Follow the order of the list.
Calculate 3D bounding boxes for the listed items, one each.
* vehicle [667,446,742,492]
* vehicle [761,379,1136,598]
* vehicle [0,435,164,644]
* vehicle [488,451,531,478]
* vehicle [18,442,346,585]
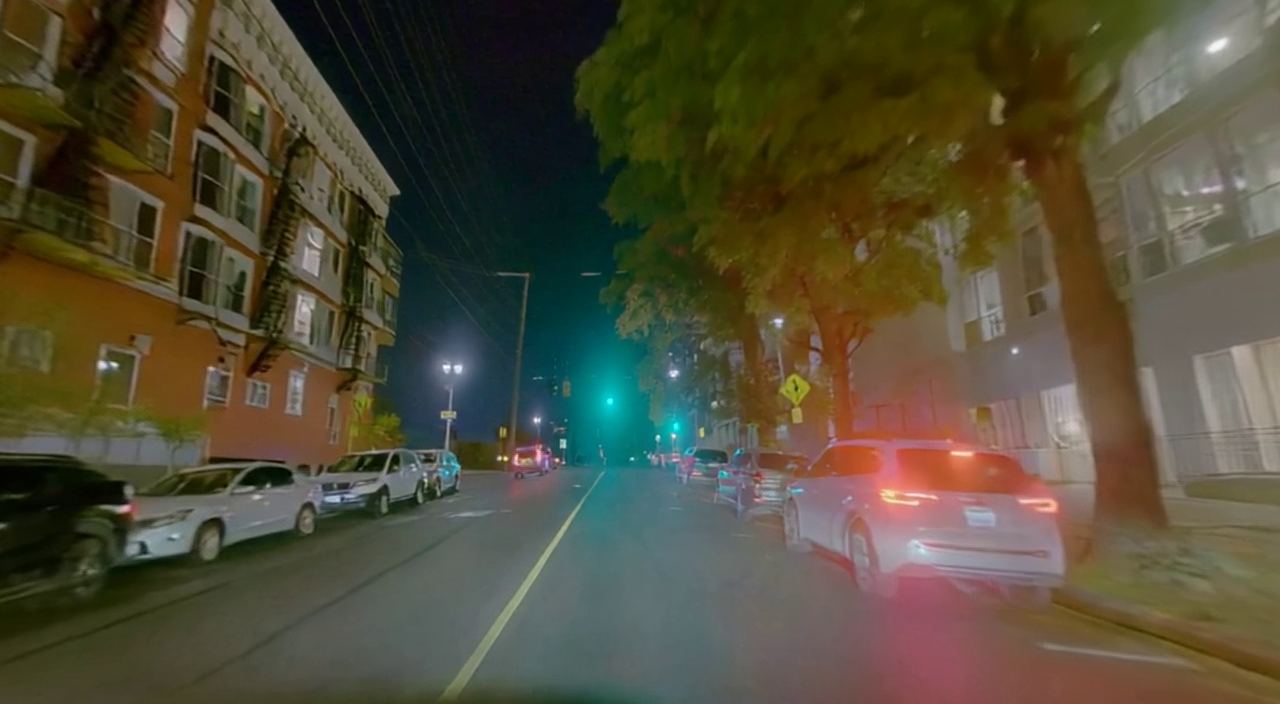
[{"bbox_3d":[2.238,4.240,23.368,2.010,1.499,4.754,0,-8,-3],"label":"vehicle"},{"bbox_3d":[3.084,1.673,7.684,1.994,1.857,4.393,1,-13,-5],"label":"vehicle"},{"bbox_3d":[-6.224,1.507,4.944,1.996,1.695,4.127,1,-8,-5],"label":"vehicle"},{"bbox_3d":[-7.853,6.800,38.485,1.968,1.450,4.271,0,-8,-4],"label":"vehicle"},{"bbox_3d":[-6.585,2.285,9.938,1.971,1.697,4.450,0,-8,-3],"label":"vehicle"}]
